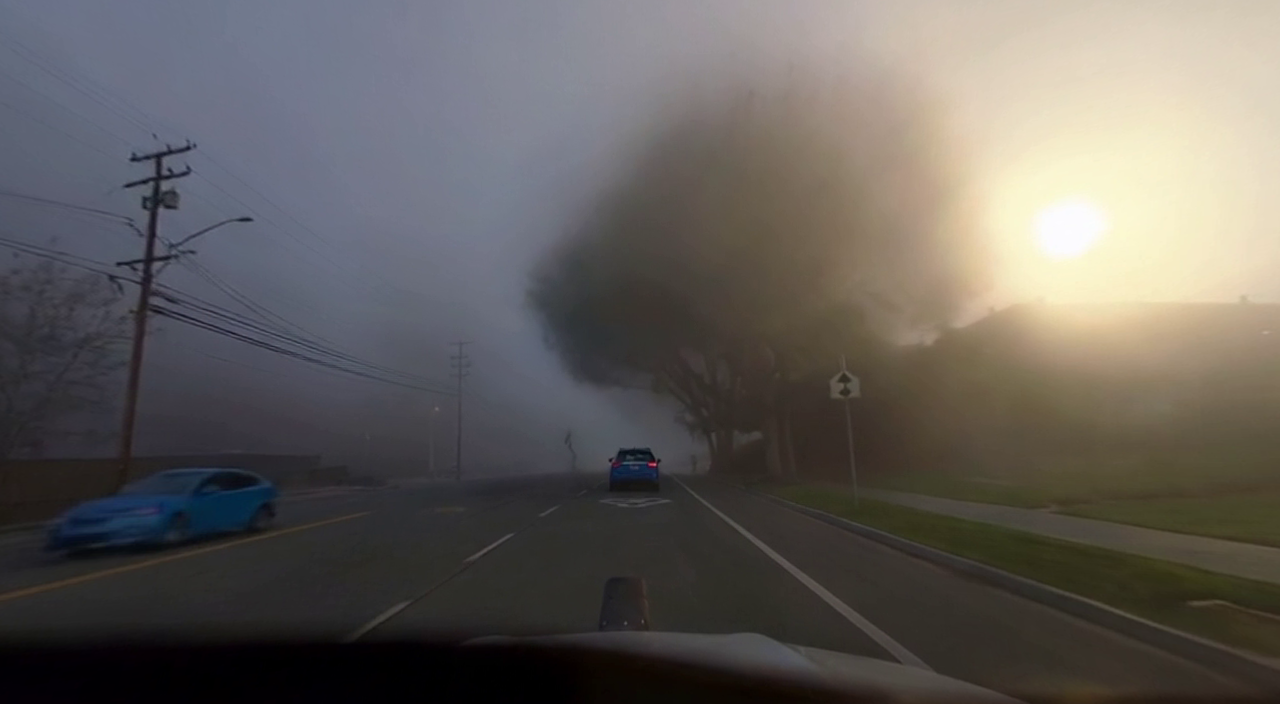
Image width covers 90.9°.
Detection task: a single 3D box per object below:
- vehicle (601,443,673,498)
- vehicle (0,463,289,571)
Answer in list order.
[{"bbox_3d":[-0.111,3.942,21.509,2.200,1.653,4.127,0,-8,0],"label":"vehicle"},{"bbox_3d":[-9.082,2.958,12.092,1.960,1.490,4.674,0,-8,0],"label":"vehicle"}]
